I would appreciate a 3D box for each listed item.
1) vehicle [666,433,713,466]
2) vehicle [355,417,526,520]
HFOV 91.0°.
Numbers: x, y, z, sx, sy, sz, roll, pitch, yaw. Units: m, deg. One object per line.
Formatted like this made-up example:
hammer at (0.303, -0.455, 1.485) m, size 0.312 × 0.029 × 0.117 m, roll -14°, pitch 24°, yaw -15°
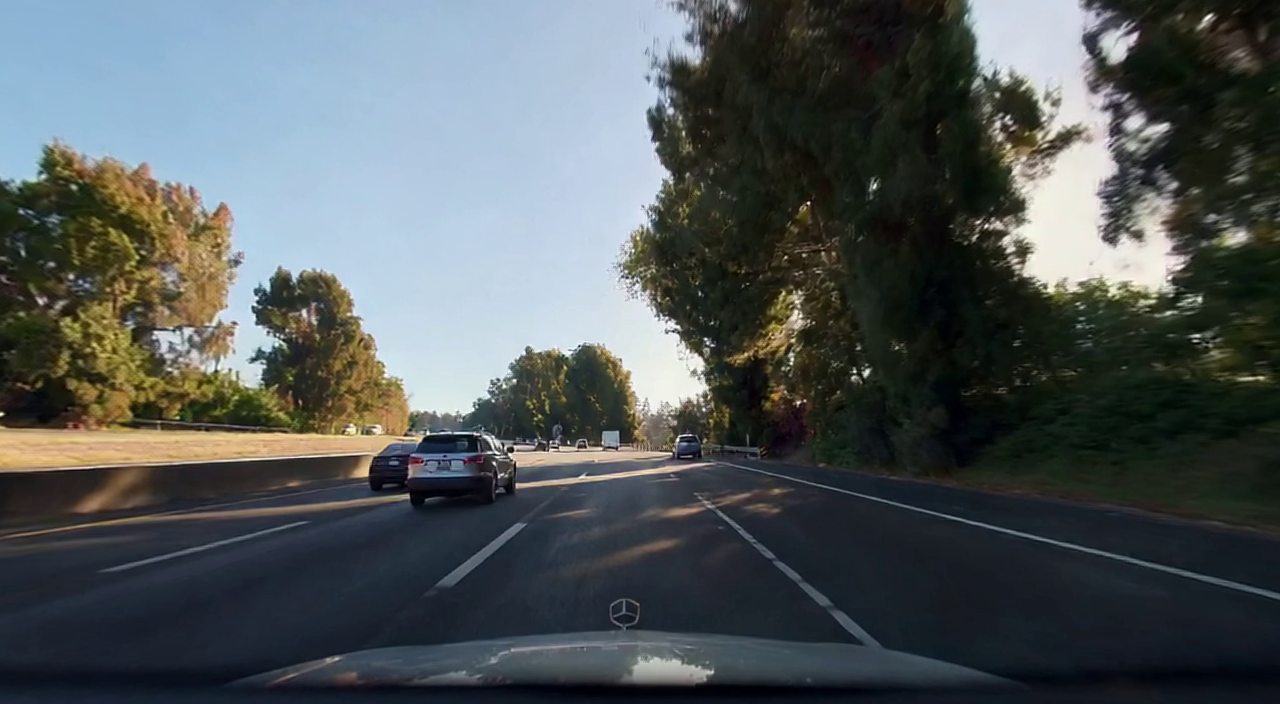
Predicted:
vehicle at (2.671, 5.400, 34.899) m, size 2.053 × 1.698 × 4.097 m, roll 0°, pitch -9°, yaw -3°
vehicle at (-3.662, 2.234, 12.505) m, size 2.002 × 1.680 × 4.301 m, roll 0°, pitch -9°, yaw -1°
